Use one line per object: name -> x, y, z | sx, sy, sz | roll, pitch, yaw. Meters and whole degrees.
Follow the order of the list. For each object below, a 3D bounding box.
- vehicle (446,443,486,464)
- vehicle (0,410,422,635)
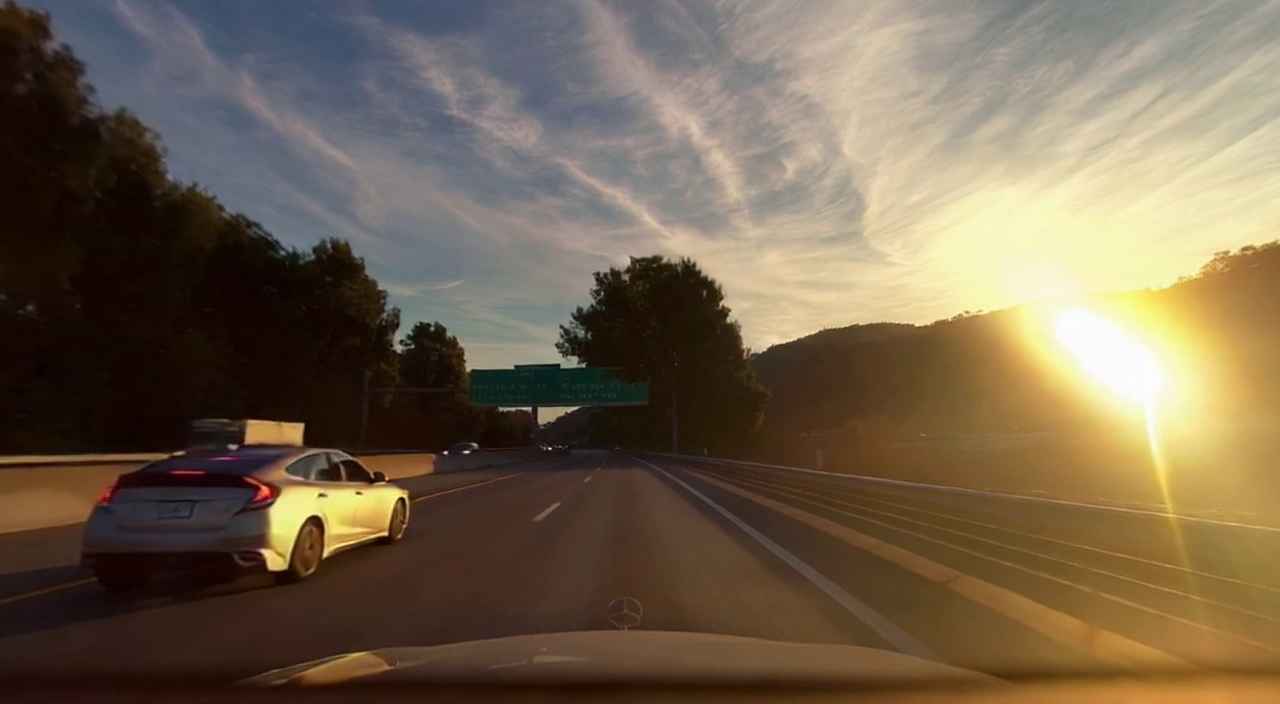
vehicle -> -12.679, 7.406, 46.167 | 1.872, 1.463, 3.978 | 0, -9, -1
vehicle -> -3.901, 1.478, 6.352 | 1.990, 1.532, 3.911 | 0, -9, 0
